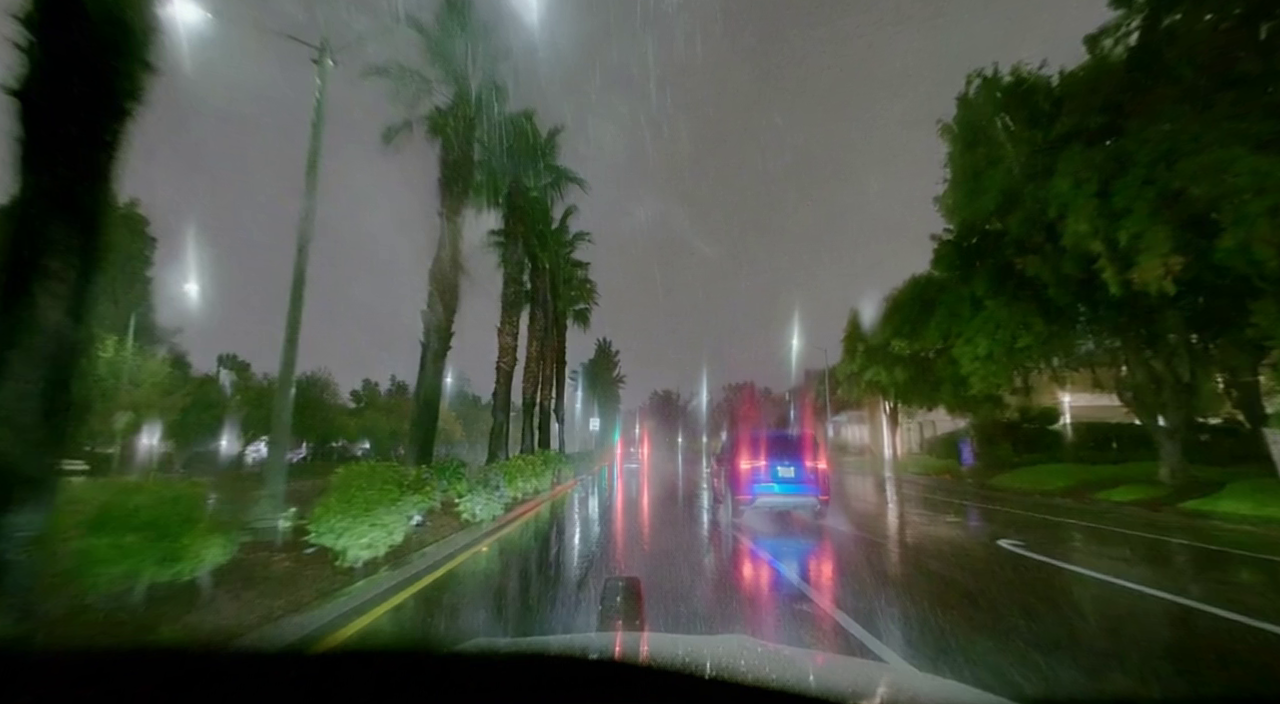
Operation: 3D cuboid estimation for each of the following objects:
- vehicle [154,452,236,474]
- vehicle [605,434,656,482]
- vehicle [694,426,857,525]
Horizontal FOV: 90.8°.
[{"bbox_3d":[-31.816,7.930,45.262,4.404,1.487,1.868,0,-8,-3],"label":"vehicle"},{"bbox_3d":[-0.395,4.415,26.615,1.981,1.854,3.983,0,-8,-1],"label":"vehicle"},{"bbox_3d":[2.551,2.472,13.196,2.239,1.693,4.301,0,-8,-3],"label":"vehicle"}]
